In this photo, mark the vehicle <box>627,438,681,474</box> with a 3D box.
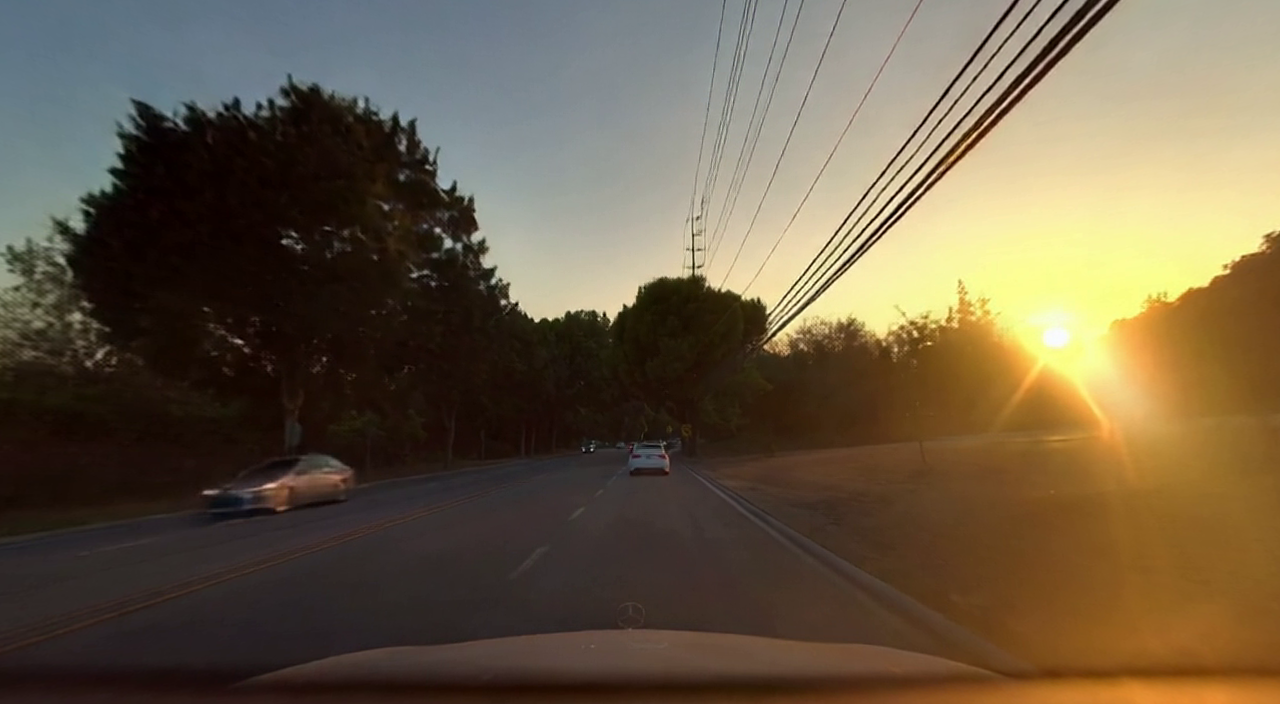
[{"bbox_3d":[0.608,4.539,27.709,2.153,1.461,4.374,0,-8,1],"label":"vehicle"}]

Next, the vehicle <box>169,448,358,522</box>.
[{"bbox_3d":[-9.023,3.175,15.624,2.061,1.516,4.121,0,-8,1],"label":"vehicle"}]
